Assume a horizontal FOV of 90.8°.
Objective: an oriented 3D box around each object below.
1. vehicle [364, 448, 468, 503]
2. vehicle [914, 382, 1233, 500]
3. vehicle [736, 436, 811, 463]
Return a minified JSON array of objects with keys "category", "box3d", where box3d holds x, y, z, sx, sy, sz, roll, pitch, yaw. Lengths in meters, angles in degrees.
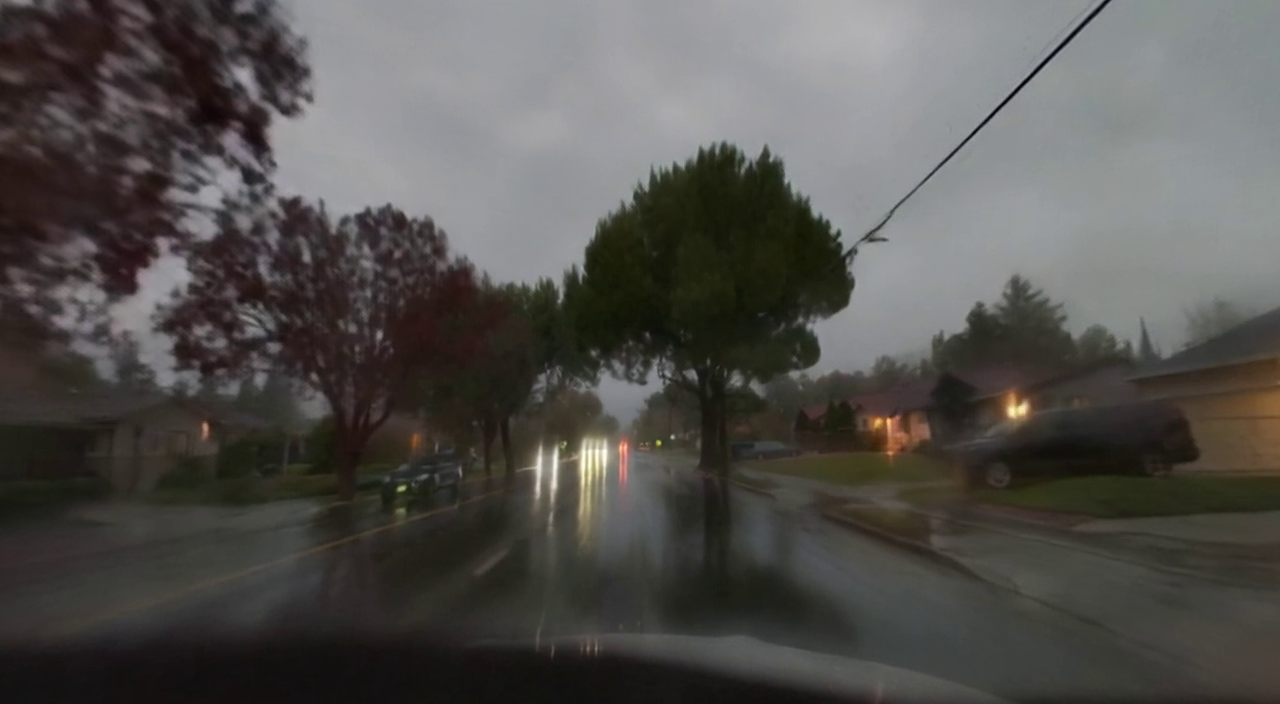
[{"category":"vehicle","box3d":[-7.581,4.216,21.901,1.973,1.500,4.781,-5,-9,-2]},{"category":"vehicle","box3d":[9.035,1.910,13.580,5.221,1.958,1.992,-4,-9,0]},{"category":"vehicle","box3d":[8.925,6.565,42.545,4.535,1.697,1.968,0,-9,-1]}]
